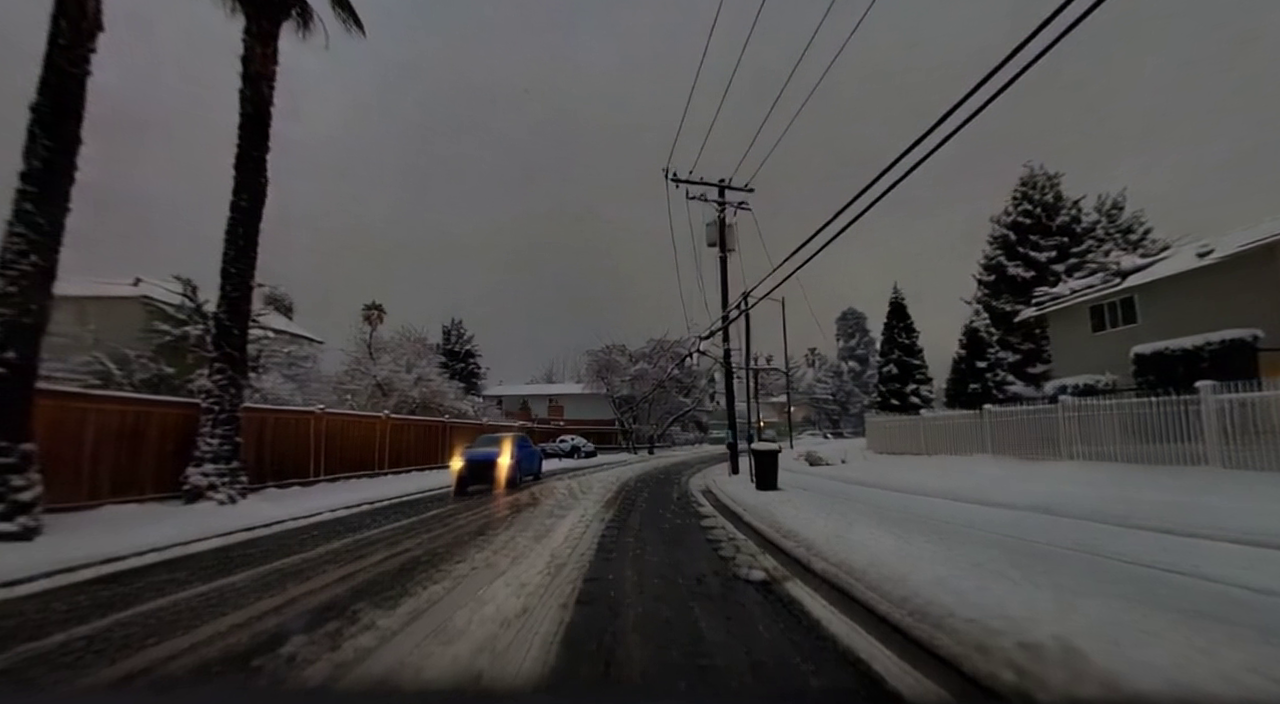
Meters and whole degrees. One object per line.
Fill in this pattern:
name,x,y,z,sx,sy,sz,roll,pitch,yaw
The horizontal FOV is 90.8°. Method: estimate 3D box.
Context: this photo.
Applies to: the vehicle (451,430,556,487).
vehicle,-4.567,3.652,21.923,2.208,1.758,4.529,-1,-8,6
